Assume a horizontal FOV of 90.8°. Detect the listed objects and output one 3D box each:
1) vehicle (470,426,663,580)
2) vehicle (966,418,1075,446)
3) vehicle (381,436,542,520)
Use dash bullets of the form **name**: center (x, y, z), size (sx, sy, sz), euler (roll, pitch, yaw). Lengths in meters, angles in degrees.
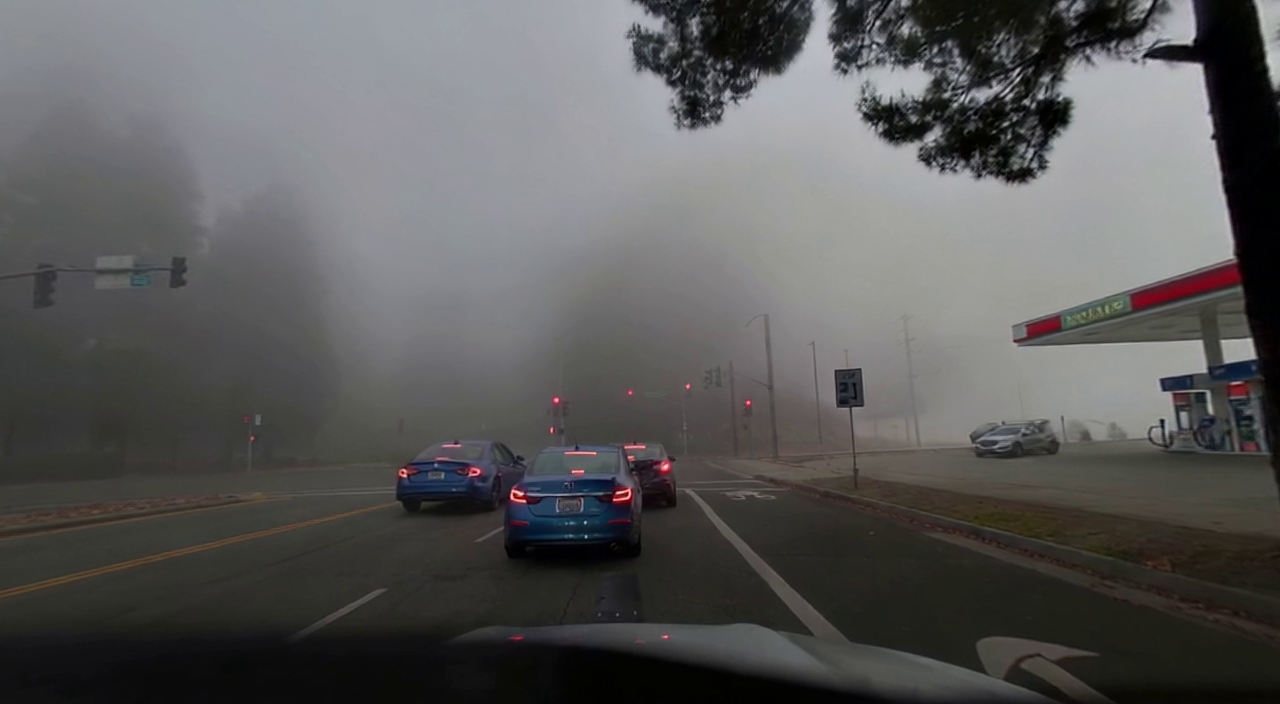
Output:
- **vehicle**: center (-0.658, 1.833, 8.561), size (1.916, 1.510, 4.447), euler (0, -8, 2)
- **vehicle**: center (21.546, 4.584, 35.941), size (4.874, 1.502, 2.048), euler (0, -8, 0)
- **vehicle**: center (-3.648, 2.666, 13.998), size (1.995, 1.506, 4.773), euler (-1, -8, 3)
